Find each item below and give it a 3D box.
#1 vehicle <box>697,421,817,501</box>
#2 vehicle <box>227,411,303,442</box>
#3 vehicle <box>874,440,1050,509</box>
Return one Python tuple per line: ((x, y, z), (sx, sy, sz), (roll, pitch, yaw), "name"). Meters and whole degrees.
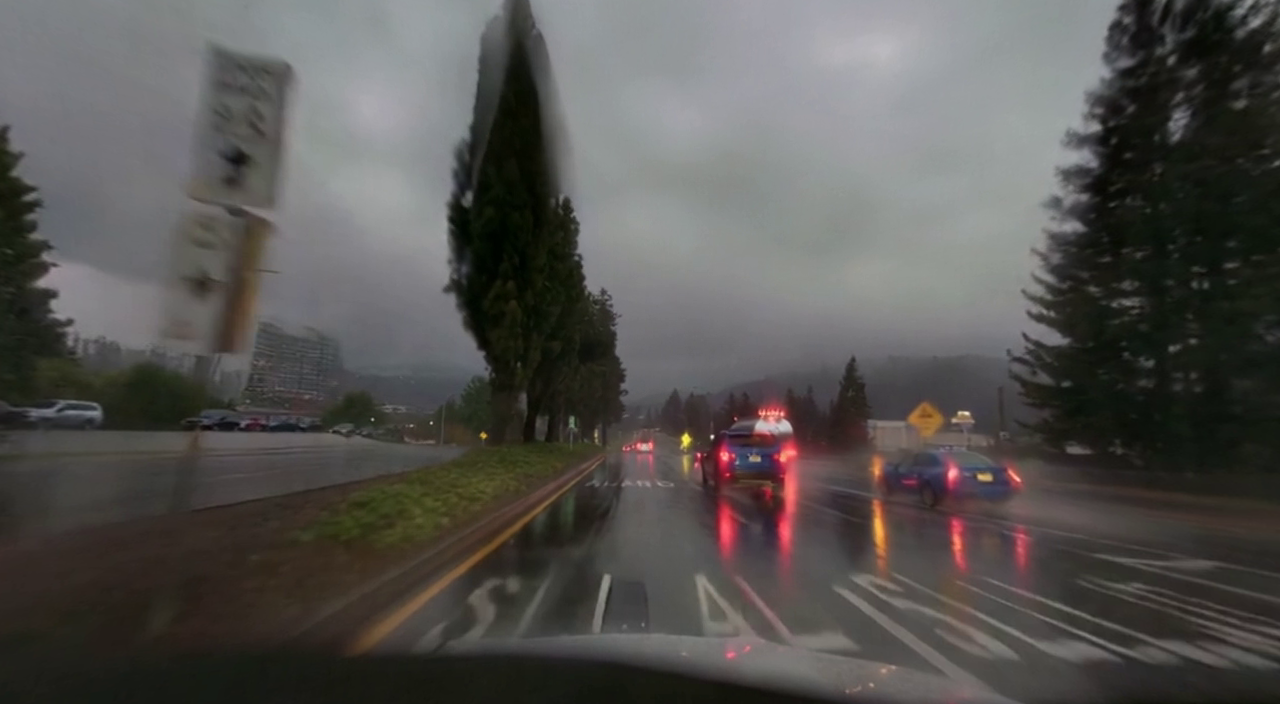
((2.755, 2.700, 16.022), (2.045, 1.729, 4.532), (0, -8, -1), "vehicle")
((-28.974, 5.759, 48.726), (4.573, 1.751, 2.109), (6, -7, 11), "vehicle")
((7.834, 2.983, 15.914), (1.966, 1.476, 4.270), (1, -8, -4), "vehicle")
